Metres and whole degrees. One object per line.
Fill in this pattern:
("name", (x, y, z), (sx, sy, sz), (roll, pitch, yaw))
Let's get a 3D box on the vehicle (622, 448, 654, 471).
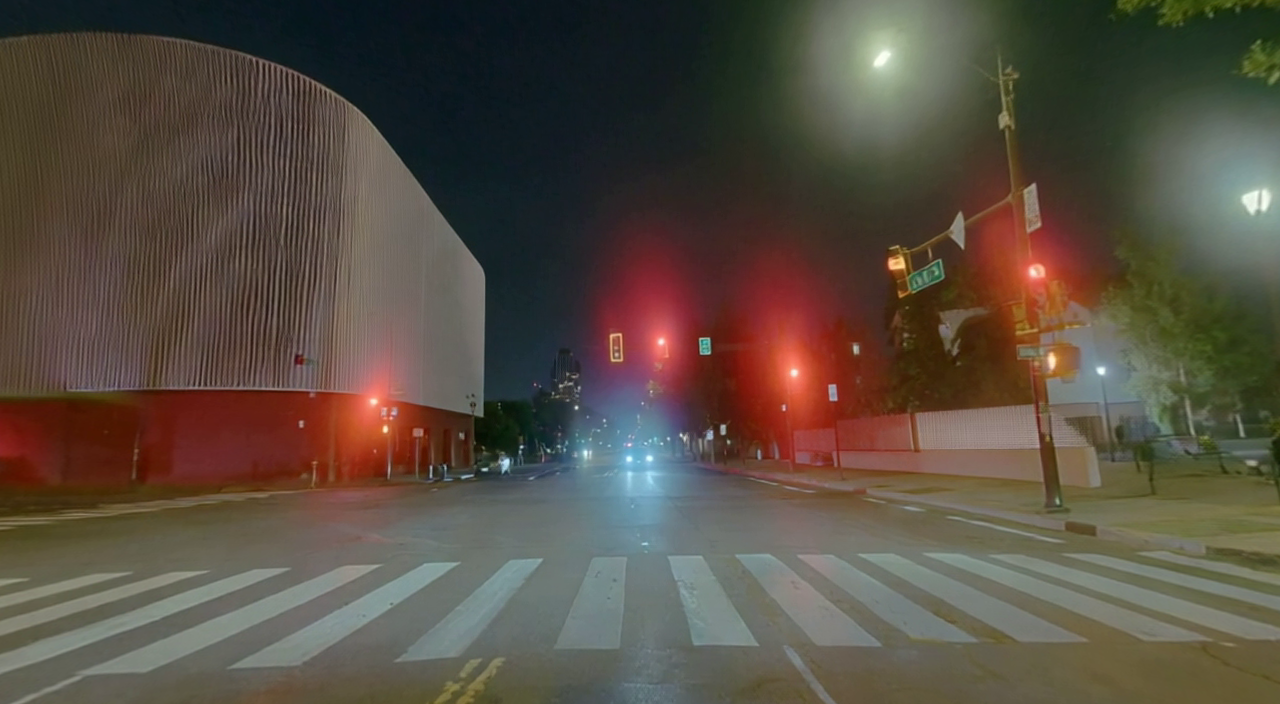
("vehicle", (-0.073, 7.605, 44.913), (2.088, 1.452, 4.833), (-1, -8, 2))
